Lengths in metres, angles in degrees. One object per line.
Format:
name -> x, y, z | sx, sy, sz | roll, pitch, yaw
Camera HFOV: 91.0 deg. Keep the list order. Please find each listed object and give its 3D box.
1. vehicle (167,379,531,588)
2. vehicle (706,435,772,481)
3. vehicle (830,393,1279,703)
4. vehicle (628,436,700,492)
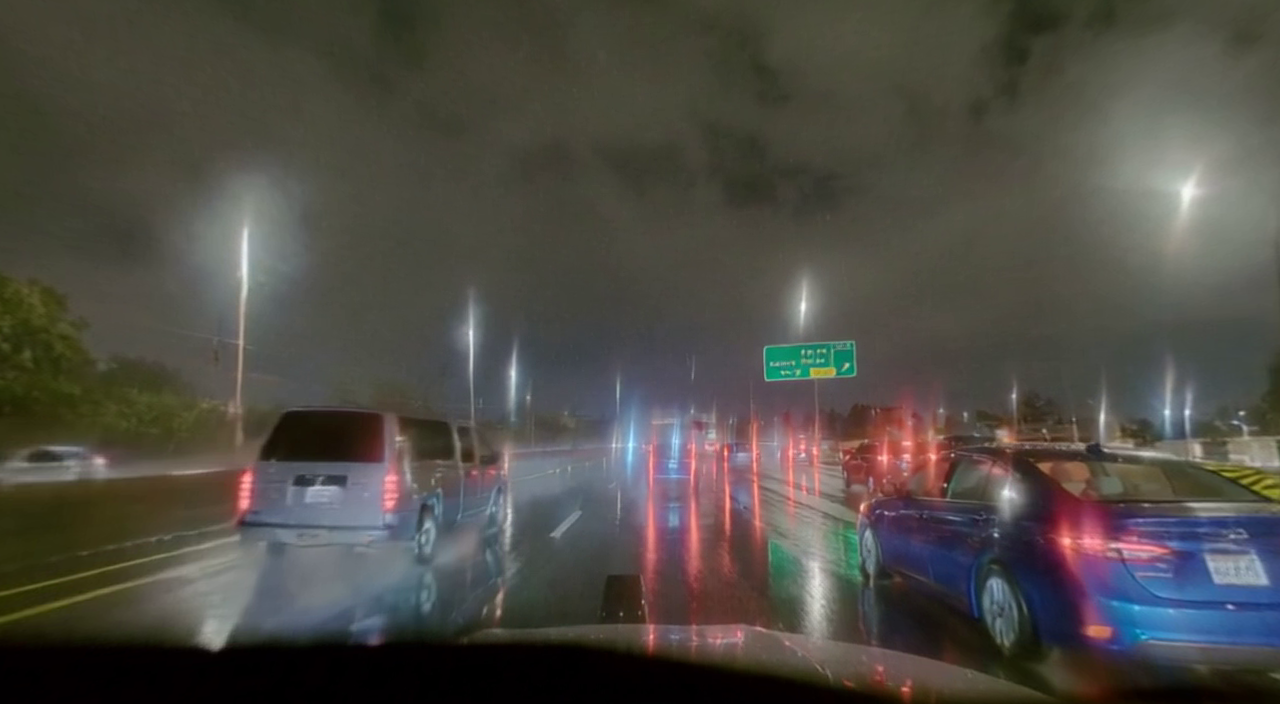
vehicle -> -3.210, 1.649, 8.674 | 2.434, 1.965, 5.305 | 0, -9, 0
vehicle -> 3.900, 4.246, 25.477 | 2.076, 1.684, 4.241 | 0, -9, 2
vehicle -> 3.028, 1.224, 4.305 | 2.009, 1.489, 4.559 | 0, -9, 0
vehicle -> 0.737, 3.553, 20.317 | 2.074, 1.614, 3.803 | 0, -9, 1
